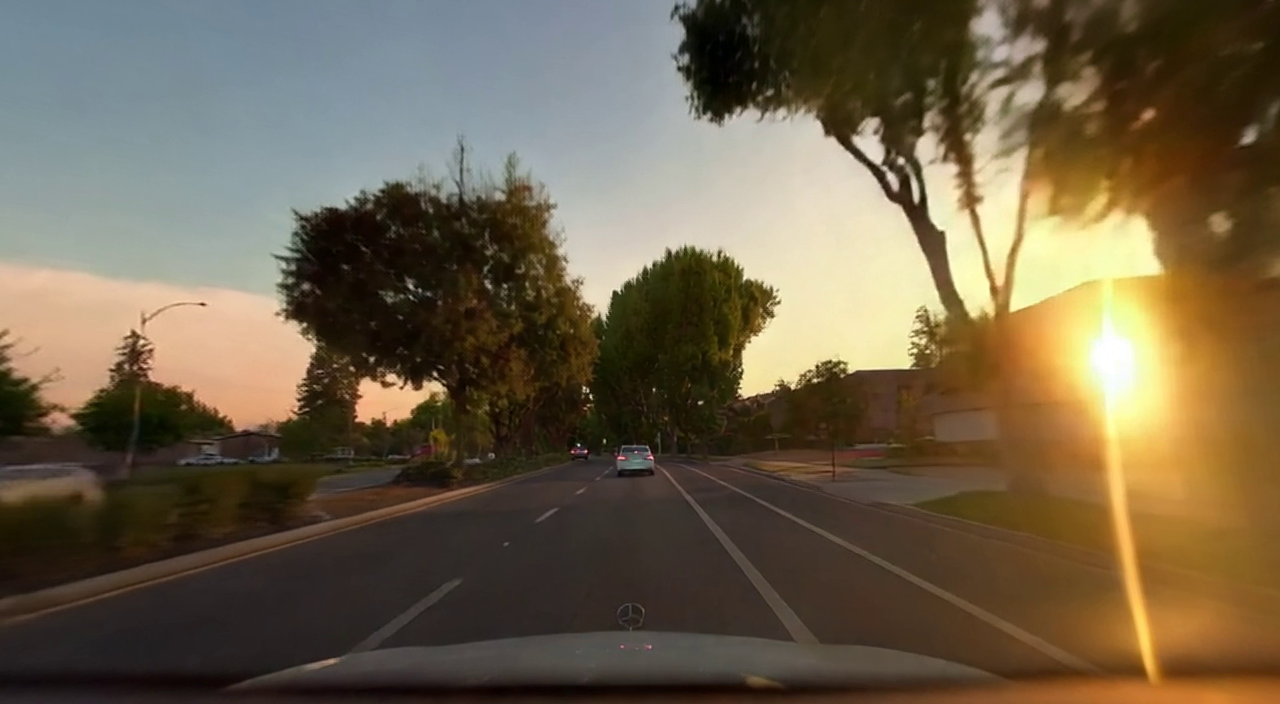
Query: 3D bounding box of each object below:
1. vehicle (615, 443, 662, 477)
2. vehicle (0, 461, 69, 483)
[{"bbox_3d":[-0.099,4.949,29.078,2.009,1.456,4.003,0,-8,-1],"label":"vehicle"},{"bbox_3d":[-48.179,9.415,49.606,4.624,1.528,1.829,7,-10,-41],"label":"vehicle"}]
